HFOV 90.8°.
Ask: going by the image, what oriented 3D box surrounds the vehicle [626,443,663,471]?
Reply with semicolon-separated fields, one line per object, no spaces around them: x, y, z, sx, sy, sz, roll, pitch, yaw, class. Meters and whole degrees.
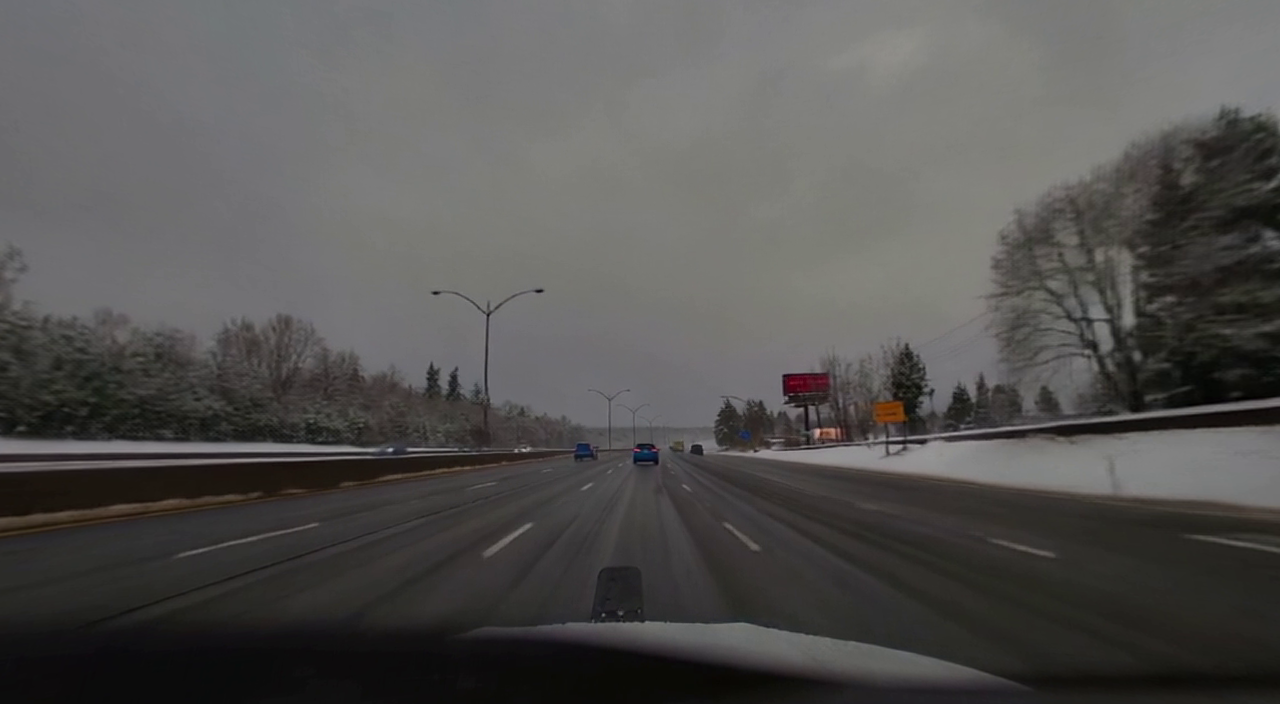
0.280;6.304;37.960;2.074;1.574;3.971;0;-9;1;vehicle
